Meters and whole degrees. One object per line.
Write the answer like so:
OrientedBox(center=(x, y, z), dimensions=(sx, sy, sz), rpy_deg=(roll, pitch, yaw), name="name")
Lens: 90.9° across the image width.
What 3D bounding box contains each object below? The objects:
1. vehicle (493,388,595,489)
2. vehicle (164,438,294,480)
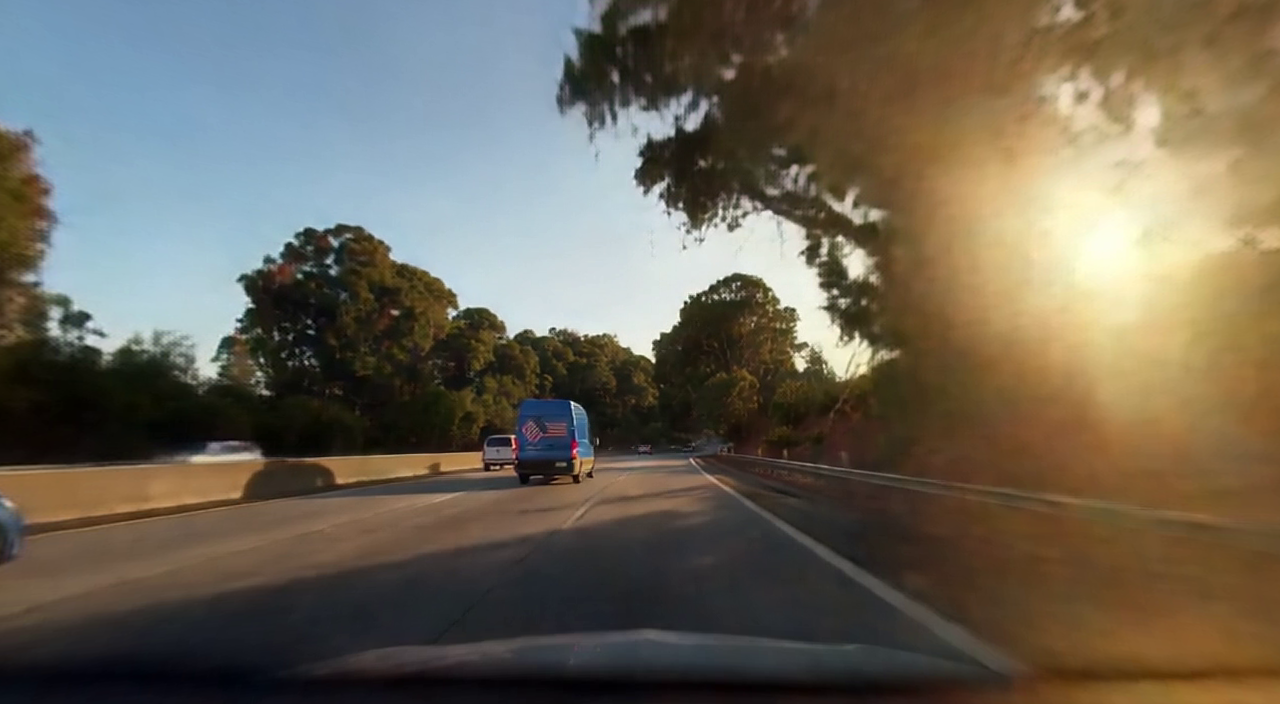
OrientedBox(center=(-2.952, 2.889, 20.991), dimensions=(2.319, 2.883, 5.632), rpy_deg=(0, -8, 2), name="vehicle")
OrientedBox(center=(-16.589, 4.334, 25.852), dimensions=(1.959, 1.547, 4.772), rpy_deg=(0, -8, 2), name="vehicle")
